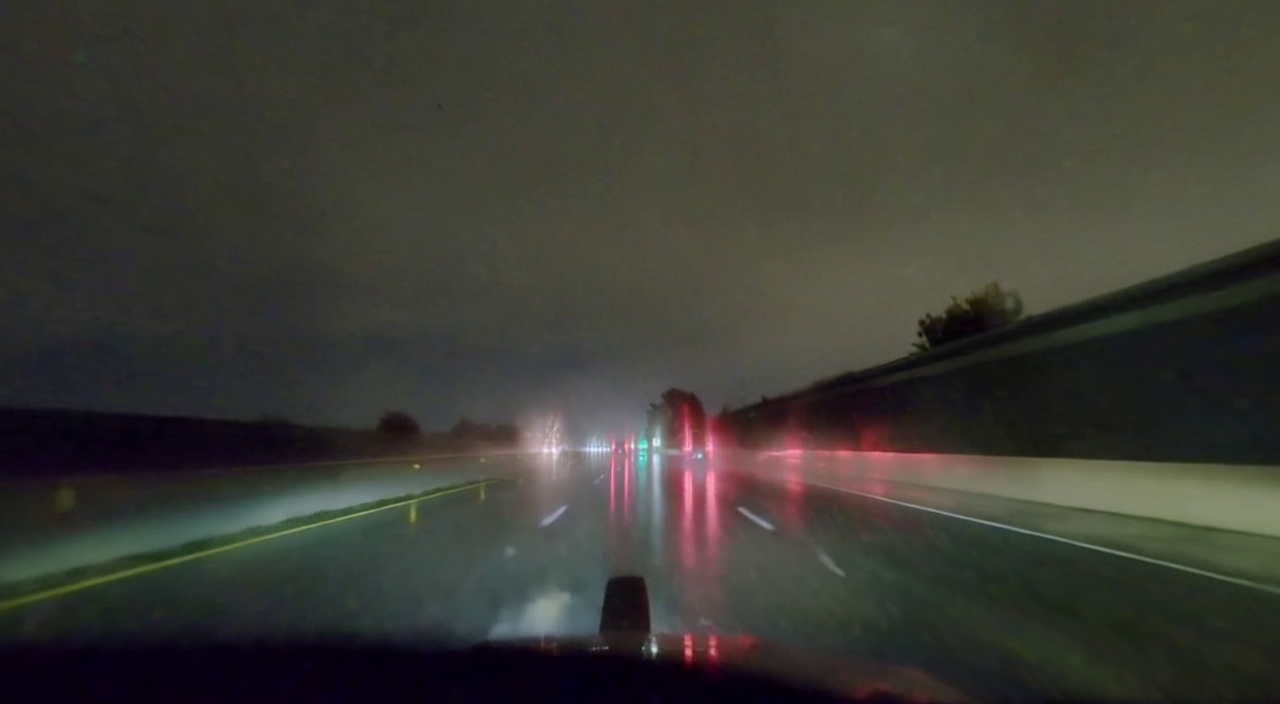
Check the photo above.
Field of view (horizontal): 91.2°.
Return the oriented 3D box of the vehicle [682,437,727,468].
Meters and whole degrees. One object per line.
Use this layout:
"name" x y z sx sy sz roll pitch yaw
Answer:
"vehicle" 3.656 5.812 36.415 2.202 1.682 4.188 0 -8 0
